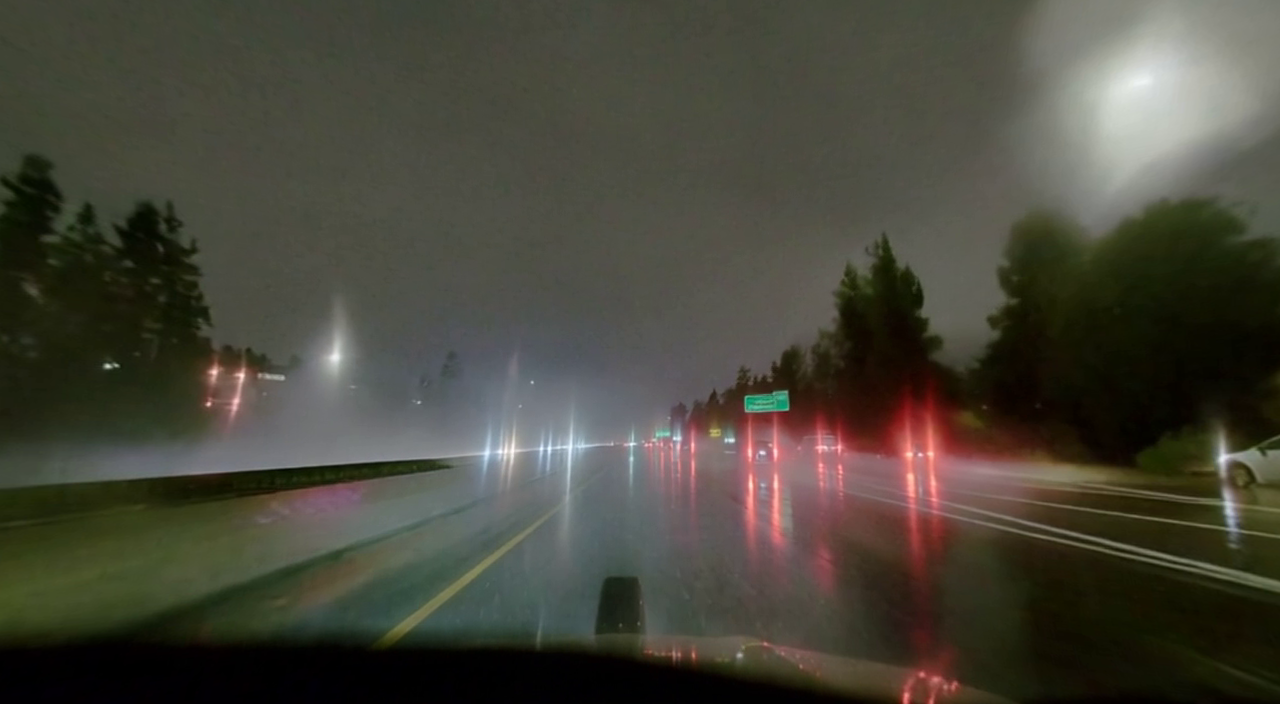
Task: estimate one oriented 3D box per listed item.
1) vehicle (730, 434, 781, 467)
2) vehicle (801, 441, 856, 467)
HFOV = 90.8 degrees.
[{"bbox_3d":[6.777,5.862,37.580,2.098,1.820,4.505,0,-8,-2],"label":"vehicle"},{"bbox_3d":[11.211,6.092,37.834,1.931,1.479,4.183,0,-8,-1],"label":"vehicle"}]
